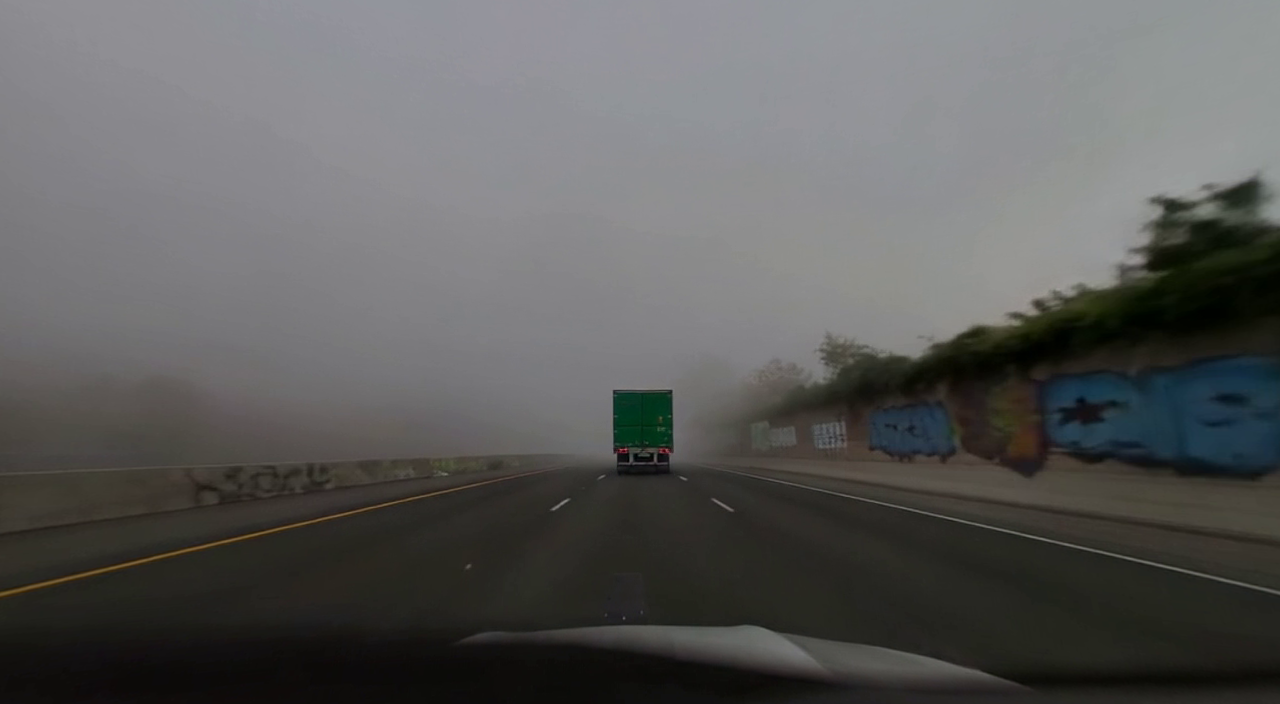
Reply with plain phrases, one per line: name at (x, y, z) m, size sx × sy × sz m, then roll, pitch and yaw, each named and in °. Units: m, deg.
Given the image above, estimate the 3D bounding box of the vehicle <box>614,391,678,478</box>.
vehicle at (0.158, 4.526, 33.681) m, size 2.900 × 3.955 × 10.151 m, roll 0°, pitch -9°, yaw -1°
